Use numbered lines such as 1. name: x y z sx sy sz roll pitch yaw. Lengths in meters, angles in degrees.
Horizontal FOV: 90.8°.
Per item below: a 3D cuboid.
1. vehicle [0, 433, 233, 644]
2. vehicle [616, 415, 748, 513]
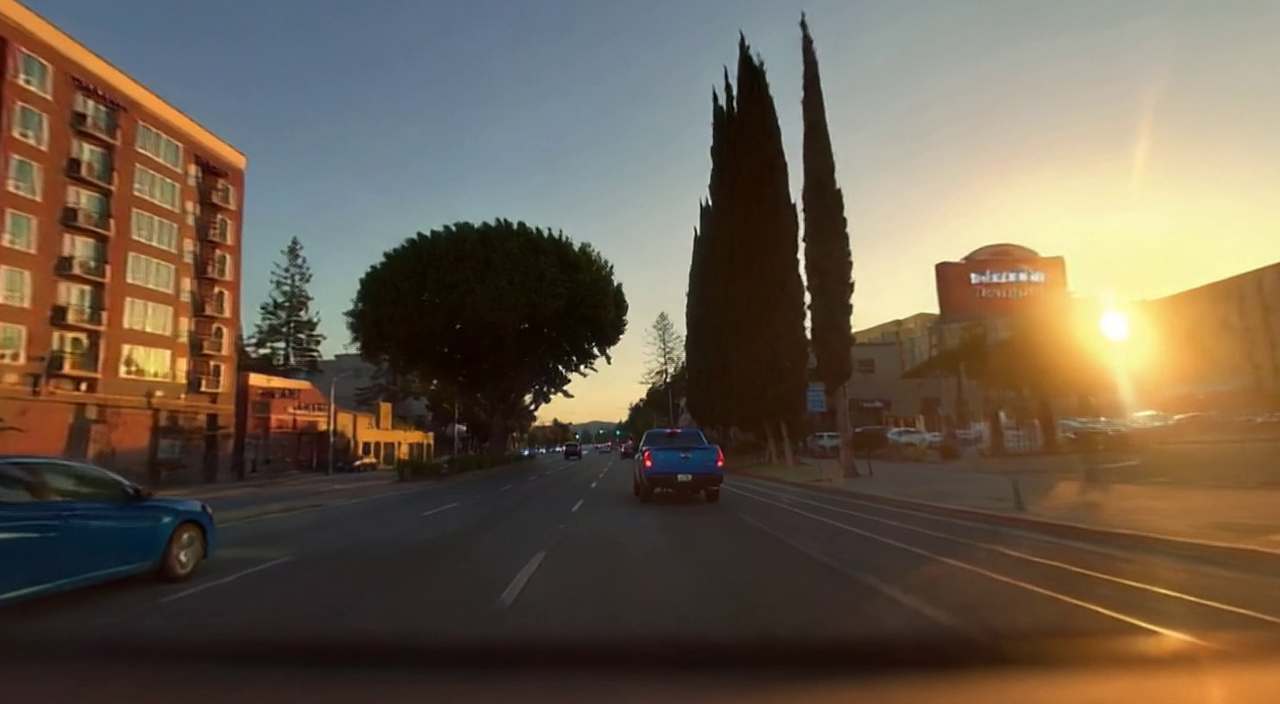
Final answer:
1. vehicle: -5.338 1.311 4.506 1.888 1.424 4.553 0 -9 -1
2. vehicle: 0.735 2.702 15.624 2.590 1.932 5.776 0 -9 -3
